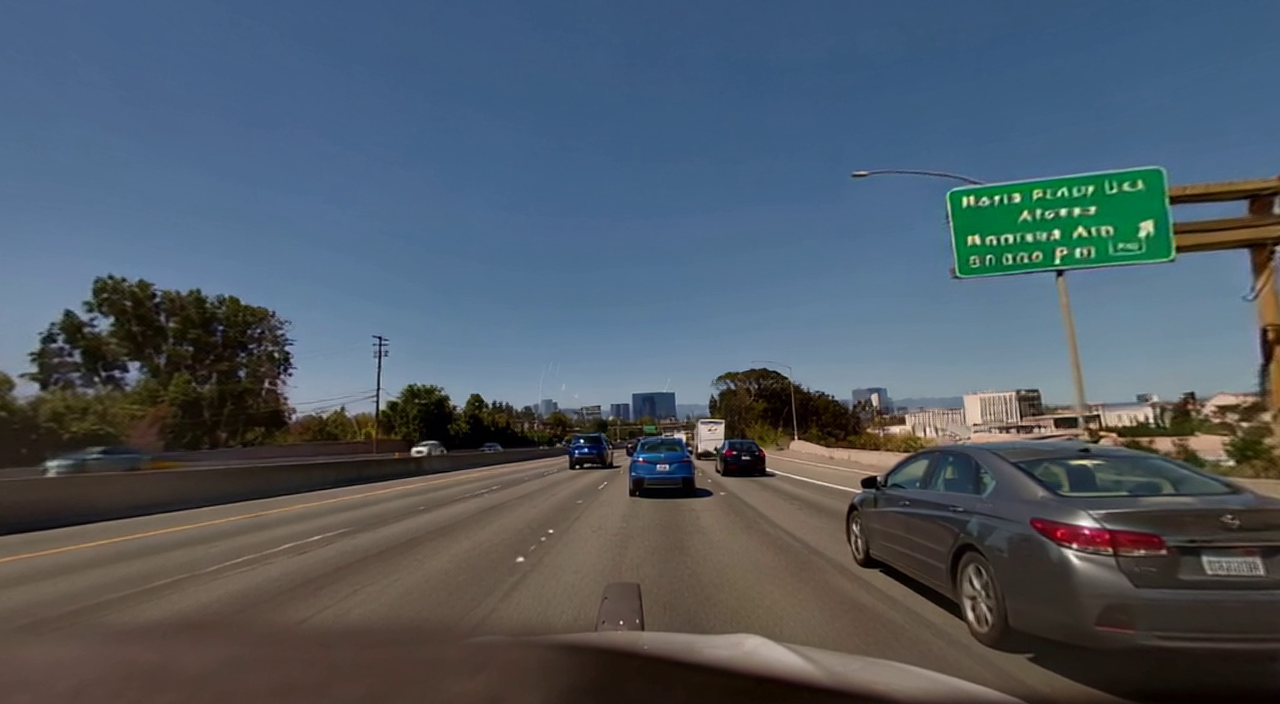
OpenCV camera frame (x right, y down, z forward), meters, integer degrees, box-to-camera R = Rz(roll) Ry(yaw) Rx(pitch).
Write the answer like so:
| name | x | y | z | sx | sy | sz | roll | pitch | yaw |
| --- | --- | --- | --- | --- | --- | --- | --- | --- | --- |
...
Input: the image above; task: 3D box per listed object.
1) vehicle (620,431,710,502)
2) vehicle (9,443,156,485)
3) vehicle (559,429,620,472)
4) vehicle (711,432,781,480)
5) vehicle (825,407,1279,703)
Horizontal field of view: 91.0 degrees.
| name | x | y | z | sx | sy | sz | roll | pitch | yaw |
| --- | --- | --- | --- | --- | --- | --- | --- | --- | --- |
| vehicle | 0.645 | 2.944 | 16.485 | 2.074 | 1.614 | 3.803 | 0 | -9 | 2 |
| vehicle | -22.793 | 4.571 | 26.021 | 1.886 | 1.571 | 4.375 | 0 | -9 | 3 |
| vehicle | -2.420 | 5.008 | 31.980 | 2.434 | 1.965 | 5.305 | 0 | -9 | 3 |
| vehicle | 4.000 | 4.021 | 24.473 | 2.076 | 1.684 | 4.241 | 0 | -9 | 1 |
| vehicle | 3.183 | 1.342 | 5.068 | 2.009 | 1.489 | 4.559 | 0 | -9 | 0 |
